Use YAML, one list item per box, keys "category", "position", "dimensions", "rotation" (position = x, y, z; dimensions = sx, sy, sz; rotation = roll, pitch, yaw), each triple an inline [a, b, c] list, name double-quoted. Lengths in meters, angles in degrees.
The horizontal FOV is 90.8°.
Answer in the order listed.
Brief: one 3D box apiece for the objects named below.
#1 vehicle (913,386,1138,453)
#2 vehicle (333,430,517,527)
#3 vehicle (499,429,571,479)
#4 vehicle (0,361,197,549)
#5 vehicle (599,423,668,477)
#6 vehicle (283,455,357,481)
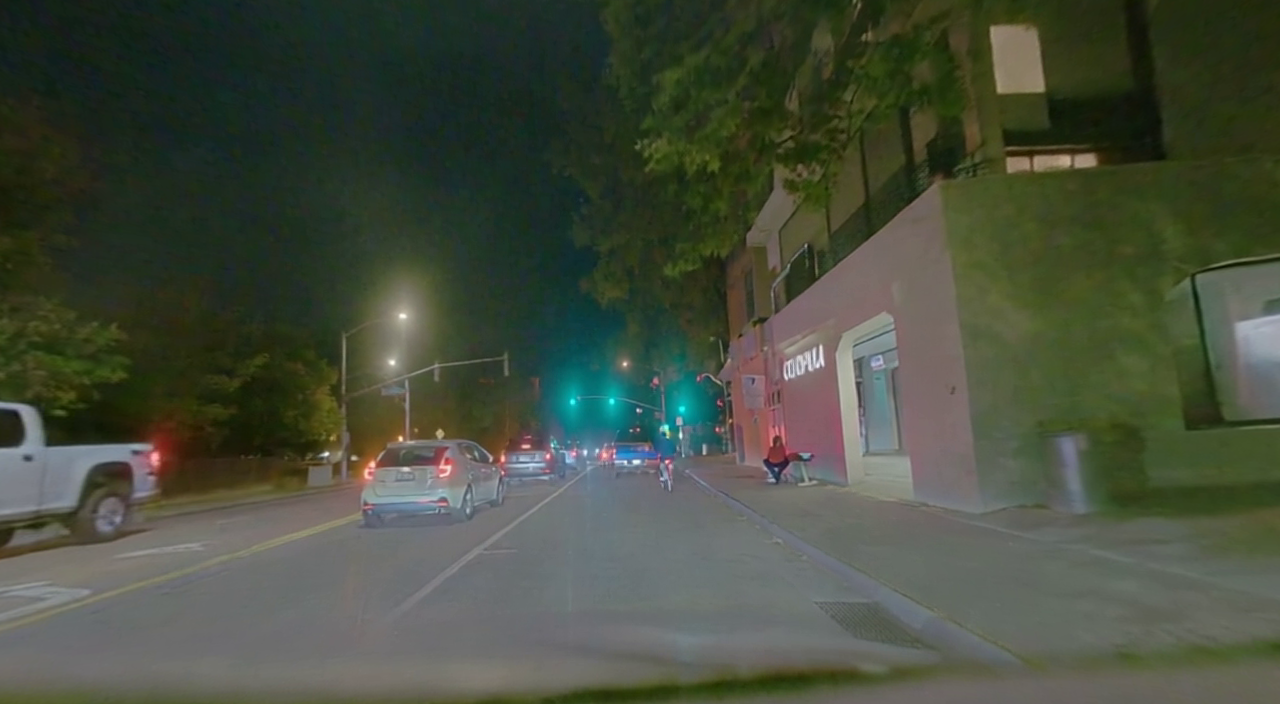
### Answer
- category: "vehicle"
  position: [8.919, 1.625, 14.794]
  dimensions: [4.159, 1.416, 2.049]
  rotation: [2, -8, -13]
- category: "vehicle"
  position: [-3.738, 2.282, 11.931]
  dimensions: [2.064, 1.486, 4.140]
  rotation: [0, -9, -1]
- category: "vehicle"
  position: [-3.949, 3.913, 24.460]
  dimensions: [2.046, 1.750, 4.452]
  rotation: [0, -9, 0]
- category: "vehicle"
  position: [-13.228, 2.163, 12.197]
  dimensions: [3.062, 3.442, 8.771]
  rotation: [-8, -9, -1]
- category: "vehicle"
  position: [-0.311, 3.823, 24.790]
  dimensions: [2.426, 1.882, 5.027]
  rotation: [0, -9, -2]
- category: "vehicle"
  position: [-23.441, 8.488, 46.355]
  dimensions: [4.527, 1.584, 1.883]
  rotation: [-3, -7, 2]
